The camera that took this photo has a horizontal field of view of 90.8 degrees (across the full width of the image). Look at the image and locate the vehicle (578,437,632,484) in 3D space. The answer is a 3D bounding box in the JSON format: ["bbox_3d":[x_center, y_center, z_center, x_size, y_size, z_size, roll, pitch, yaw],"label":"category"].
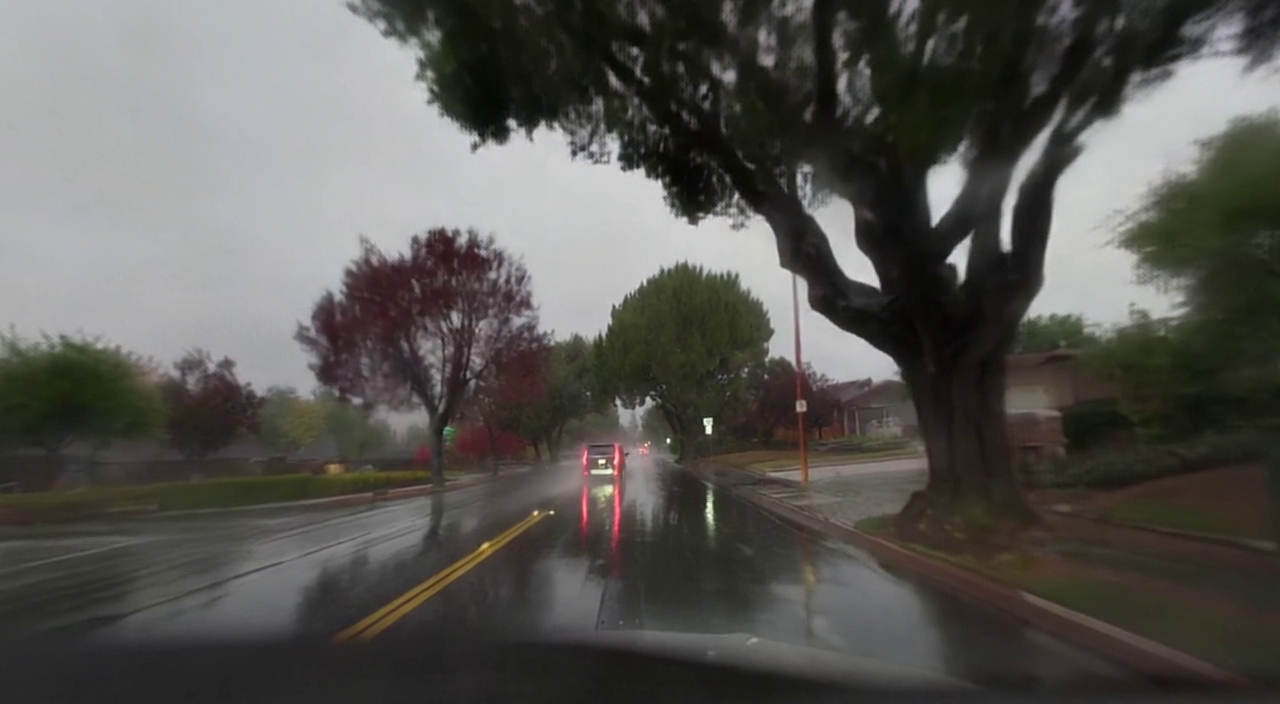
[{"bbox_3d":[-1.539,5.011,29.528,2.210,2.023,4.663,0,-9,1],"label":"vehicle"}]

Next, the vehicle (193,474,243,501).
[{"bbox_3d":[-30.000,9.602,45.027,1.926,1.552,4.355,3,-9,-21],"label":"vehicle"}]
